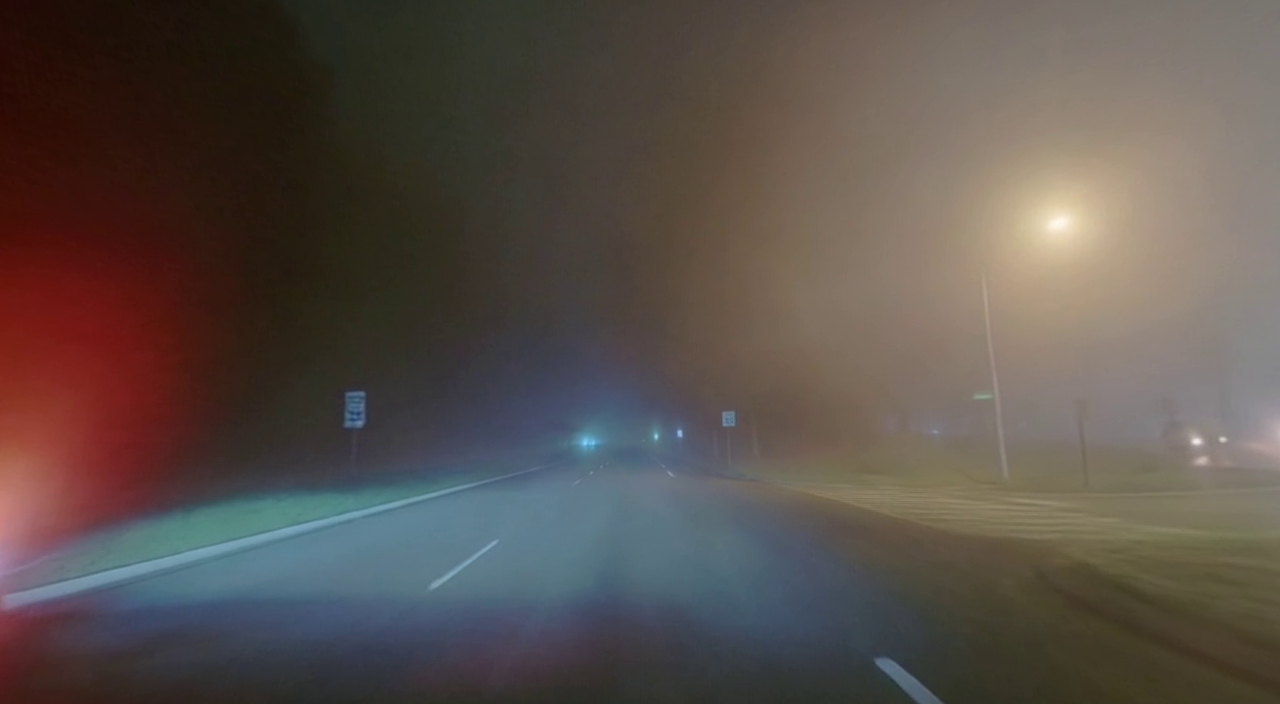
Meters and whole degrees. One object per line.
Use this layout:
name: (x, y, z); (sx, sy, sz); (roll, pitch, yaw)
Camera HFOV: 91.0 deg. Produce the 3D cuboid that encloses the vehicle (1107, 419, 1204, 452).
vehicle: (29.841, 4.852, 36.501); (3.879, 1.820, 1.862); (0, -8, 2)
